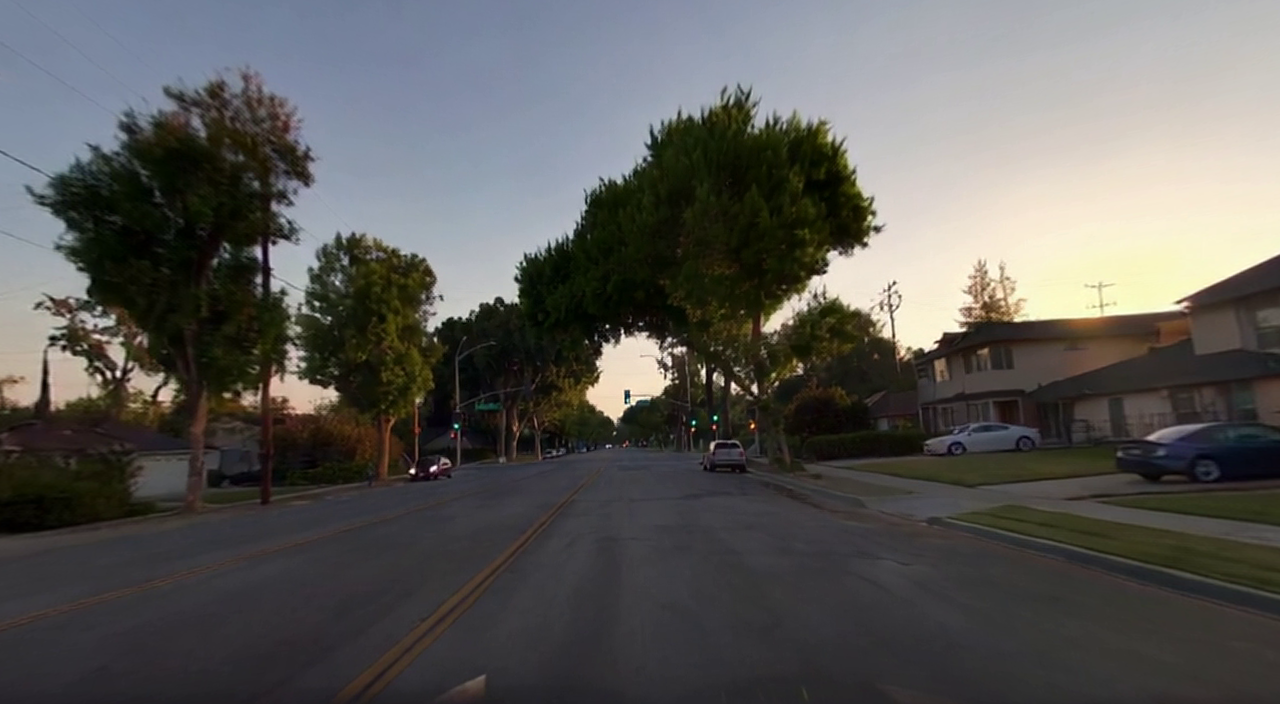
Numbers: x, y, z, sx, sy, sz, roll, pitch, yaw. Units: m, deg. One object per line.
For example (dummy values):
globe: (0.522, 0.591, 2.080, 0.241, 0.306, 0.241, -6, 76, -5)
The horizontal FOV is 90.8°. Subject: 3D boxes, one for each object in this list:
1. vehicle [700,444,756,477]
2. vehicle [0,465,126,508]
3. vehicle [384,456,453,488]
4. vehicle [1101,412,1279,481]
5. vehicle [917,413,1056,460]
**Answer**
vehicle: (4.228, 5.311, 31.135, 1.963, 1.477, 4.804, 0, -9, -1)
vehicle: (-23.660, 5.442, 25.753, 3.775, 1.531, 1.847, -1, -8, -1)
vehicle: (-11.829, 6.427, 34.063, 2.029, 1.550, 4.562, 0, -9, 1)
vehicle: (13.450, 2.135, 14.302, 4.564, 1.437, 1.796, 0, -9, 0)
vehicle: (14.333, 3.533, 26.339, 4.500, 1.875, 2.046, 0, -9, -1)
